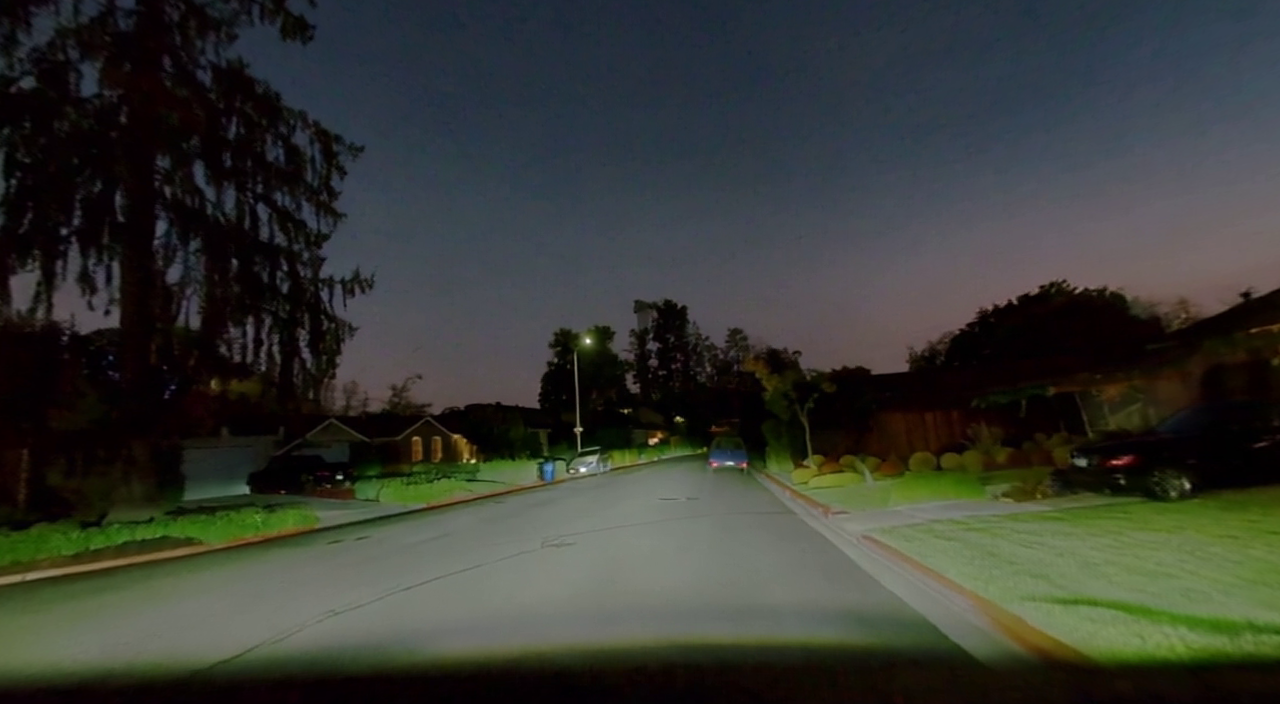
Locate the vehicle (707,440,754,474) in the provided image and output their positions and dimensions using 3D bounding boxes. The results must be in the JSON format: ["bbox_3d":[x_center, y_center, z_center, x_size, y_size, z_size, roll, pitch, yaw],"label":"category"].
[{"bbox_3d":[4.330,5.102,30.887,2.005,1.553,3.984,0,-9,4],"label":"vehicle"}]

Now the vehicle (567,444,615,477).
[{"bbox_3d":[-3.159,7.107,41.599,2.208,1.834,4.675,-5,-9,5],"label":"vehicle"}]

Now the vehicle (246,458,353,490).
[{"bbox_3d":[-17.258,6.200,32.122,4.404,1.495,1.844,-1,-9,7],"label":"vehicle"}]
